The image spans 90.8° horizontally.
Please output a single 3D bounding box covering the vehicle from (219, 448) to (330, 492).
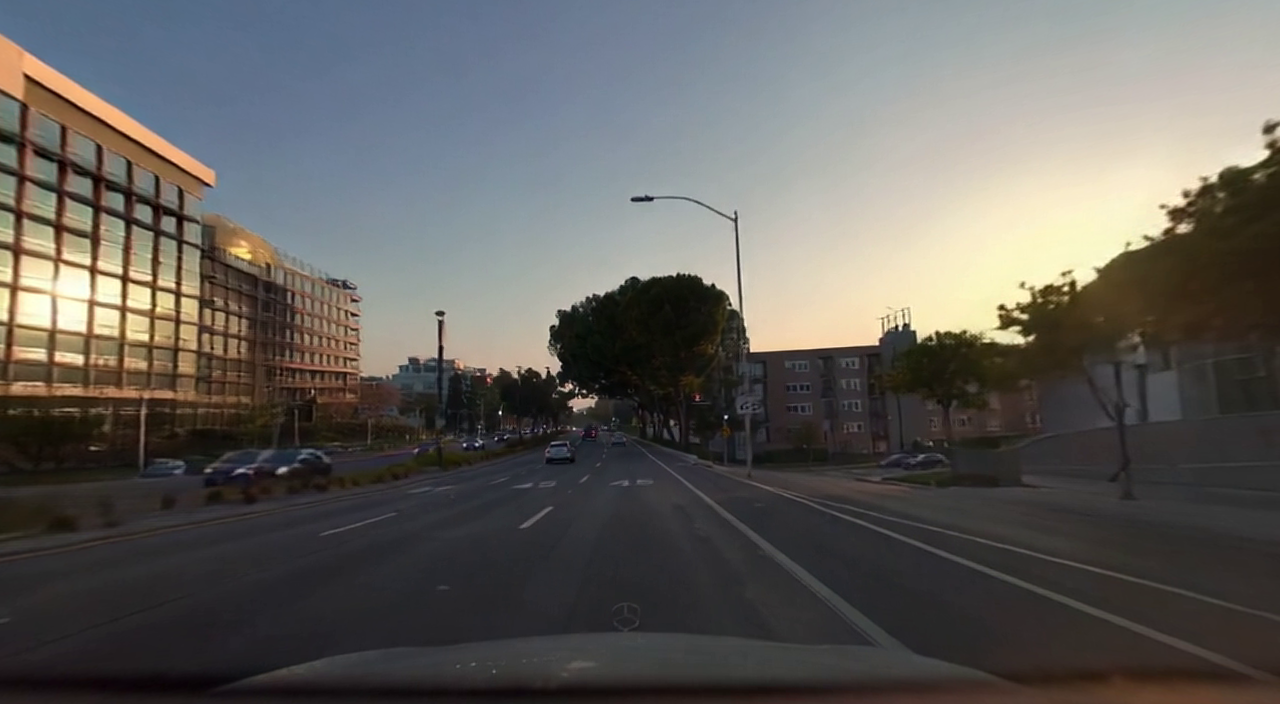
[{"bbox_3d":[-15.805,5.101,27.672,1.990,1.739,4.544,-1,-8,2],"label":"vehicle"}]

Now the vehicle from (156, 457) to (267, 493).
[{"bbox_3d":[-19.423,5.585,28.933,1.976,1.415,4.341,0,-8,1],"label":"vehicle"}]

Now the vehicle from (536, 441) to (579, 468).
[{"bbox_3d":[-4.755,5.982,37.140,2.025,1.474,4.292,0,-8,-1],"label":"vehicle"}]
